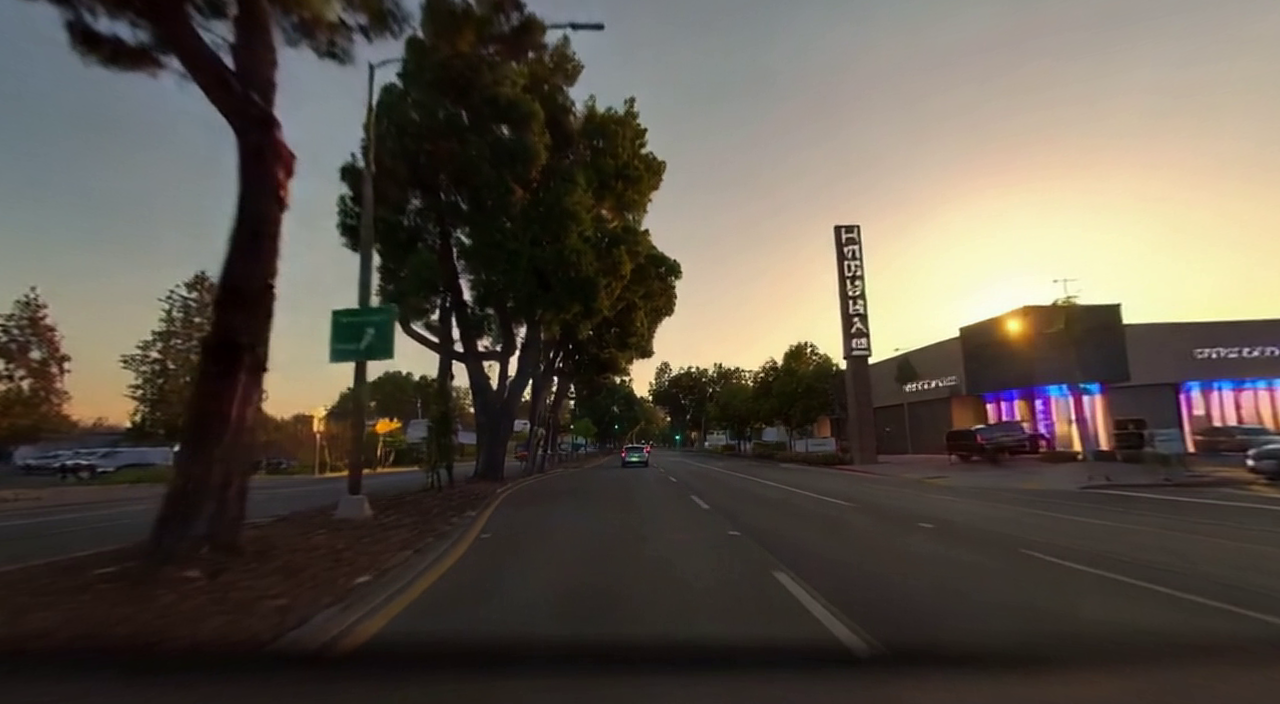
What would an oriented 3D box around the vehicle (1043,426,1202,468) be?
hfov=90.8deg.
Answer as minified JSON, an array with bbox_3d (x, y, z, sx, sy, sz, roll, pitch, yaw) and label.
[{"bbox_3d":[19.939,3.952,26.282,4.758,1.677,2.154,0,-9,2],"label":"vehicle"}]

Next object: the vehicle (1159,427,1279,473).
[{"bbox_3d":[20.696,3.298,21.360,4.396,1.450,1.956,-1,-9,4],"label":"vehicle"}]
